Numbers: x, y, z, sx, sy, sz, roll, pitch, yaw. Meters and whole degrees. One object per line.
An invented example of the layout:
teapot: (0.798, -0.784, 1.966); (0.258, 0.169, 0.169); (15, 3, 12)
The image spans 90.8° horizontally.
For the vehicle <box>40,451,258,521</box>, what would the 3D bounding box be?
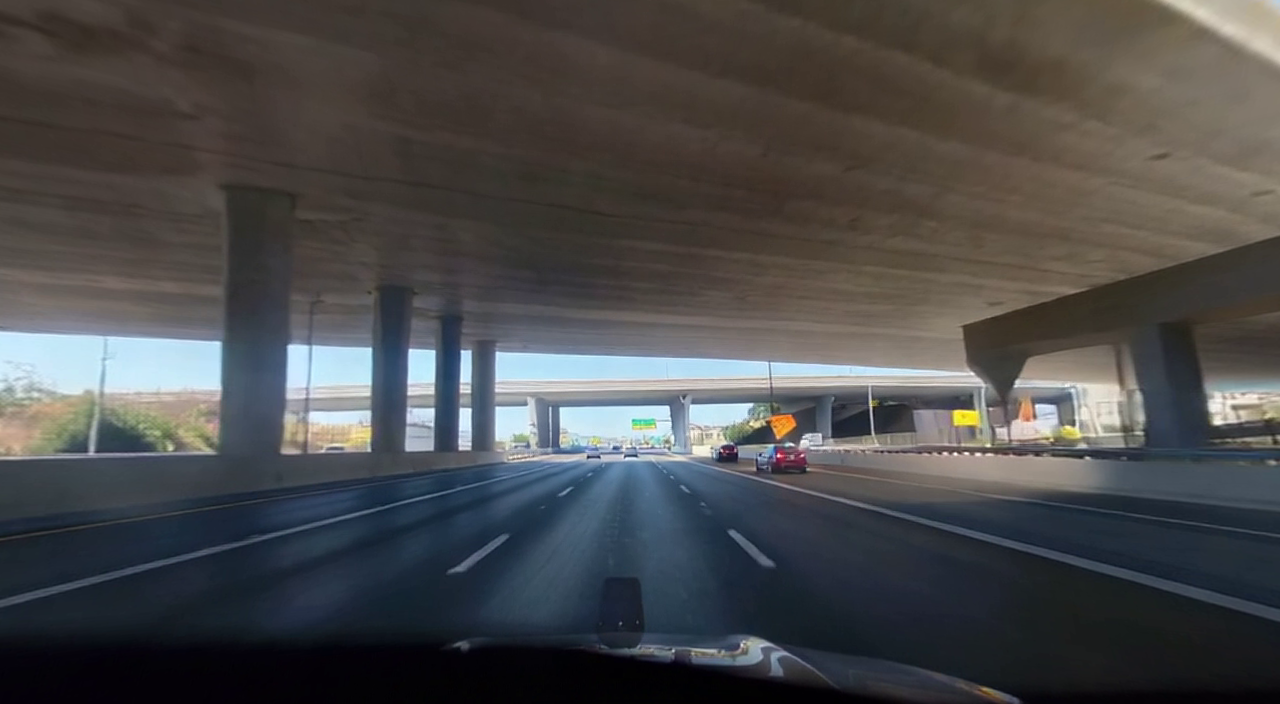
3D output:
vehicle: (-11.455, 3.107, 15.217); (1.861, 1.373, 4.211); (0, -8, 0)
